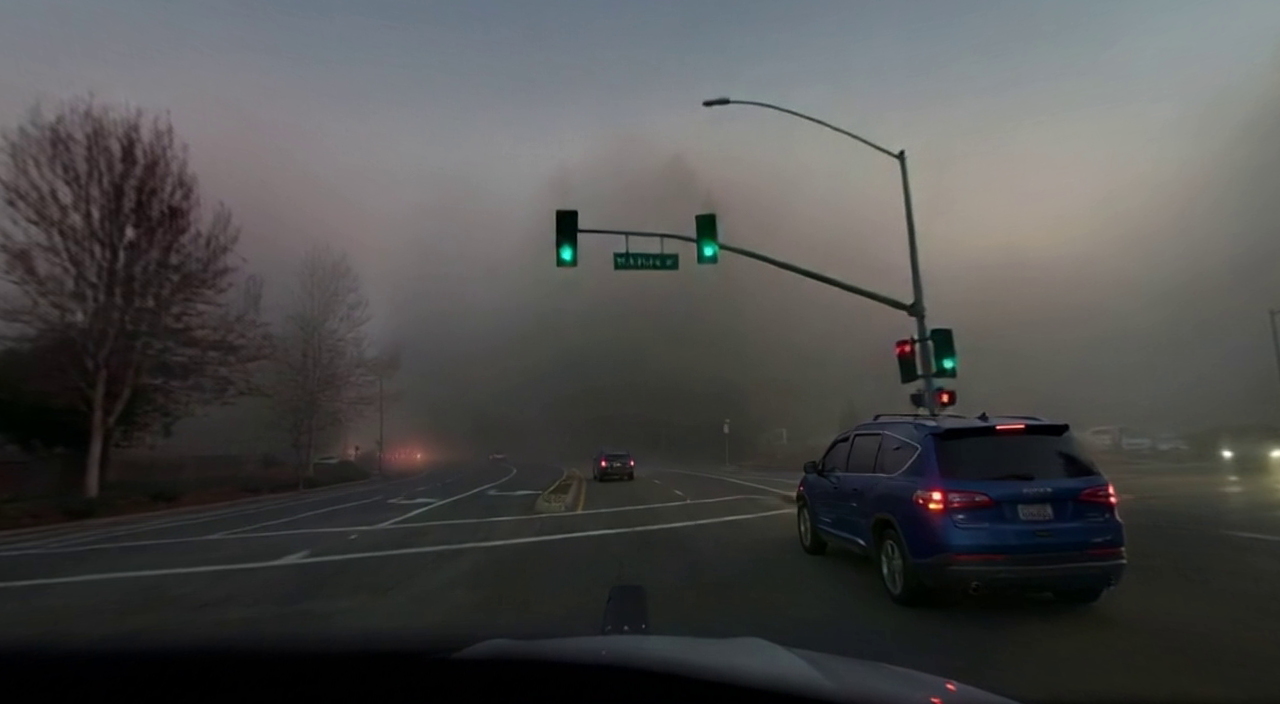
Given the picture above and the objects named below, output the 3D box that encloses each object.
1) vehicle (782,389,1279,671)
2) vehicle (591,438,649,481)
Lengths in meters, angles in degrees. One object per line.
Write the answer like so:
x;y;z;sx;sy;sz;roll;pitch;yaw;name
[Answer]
2.987;1.396;6.171;2.024;1.686;4.588;0;-8;-1;vehicle
-1.033;4.936;29.275;2.185;1.822;4.583;1;-8;-8;vehicle
